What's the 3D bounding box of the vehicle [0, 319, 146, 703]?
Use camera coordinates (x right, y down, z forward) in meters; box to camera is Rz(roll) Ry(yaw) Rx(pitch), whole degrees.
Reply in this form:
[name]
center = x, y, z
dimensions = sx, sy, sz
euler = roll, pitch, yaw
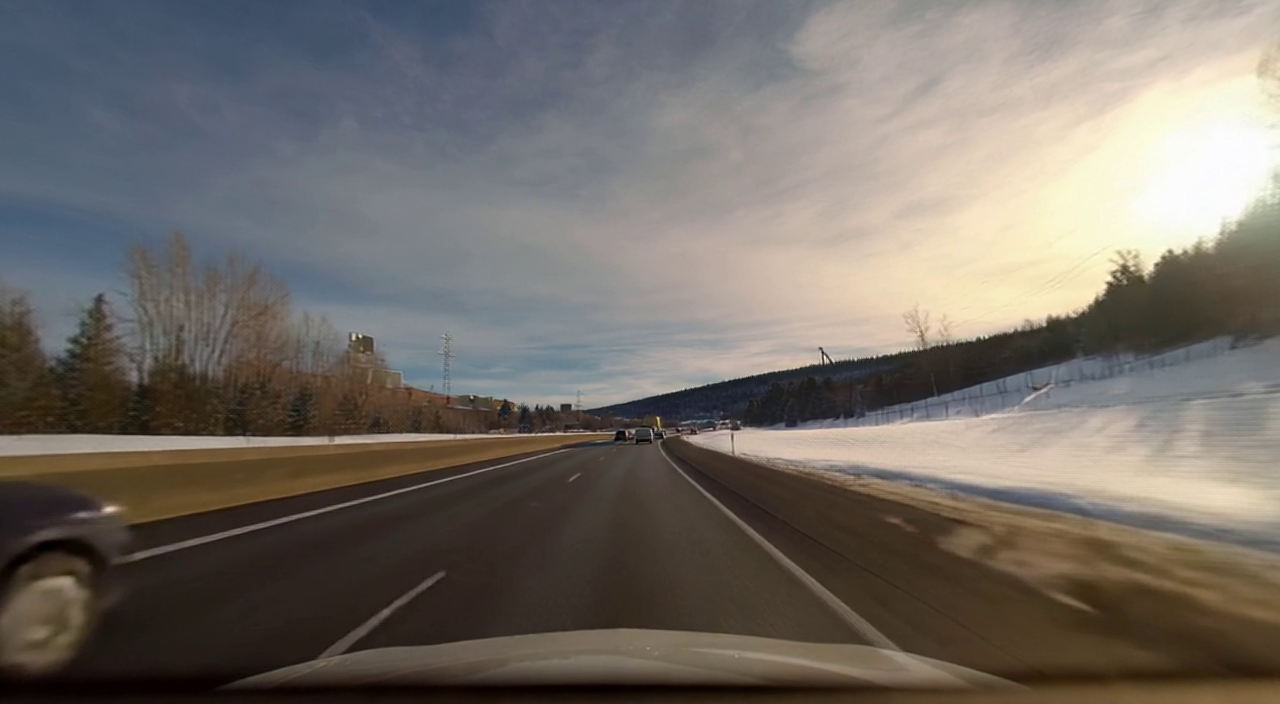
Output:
[vehicle]
center = -3.596, 0.506, 1.070
dimensions = 2.018, 1.678, 4.312
euler = 0, -8, -1
